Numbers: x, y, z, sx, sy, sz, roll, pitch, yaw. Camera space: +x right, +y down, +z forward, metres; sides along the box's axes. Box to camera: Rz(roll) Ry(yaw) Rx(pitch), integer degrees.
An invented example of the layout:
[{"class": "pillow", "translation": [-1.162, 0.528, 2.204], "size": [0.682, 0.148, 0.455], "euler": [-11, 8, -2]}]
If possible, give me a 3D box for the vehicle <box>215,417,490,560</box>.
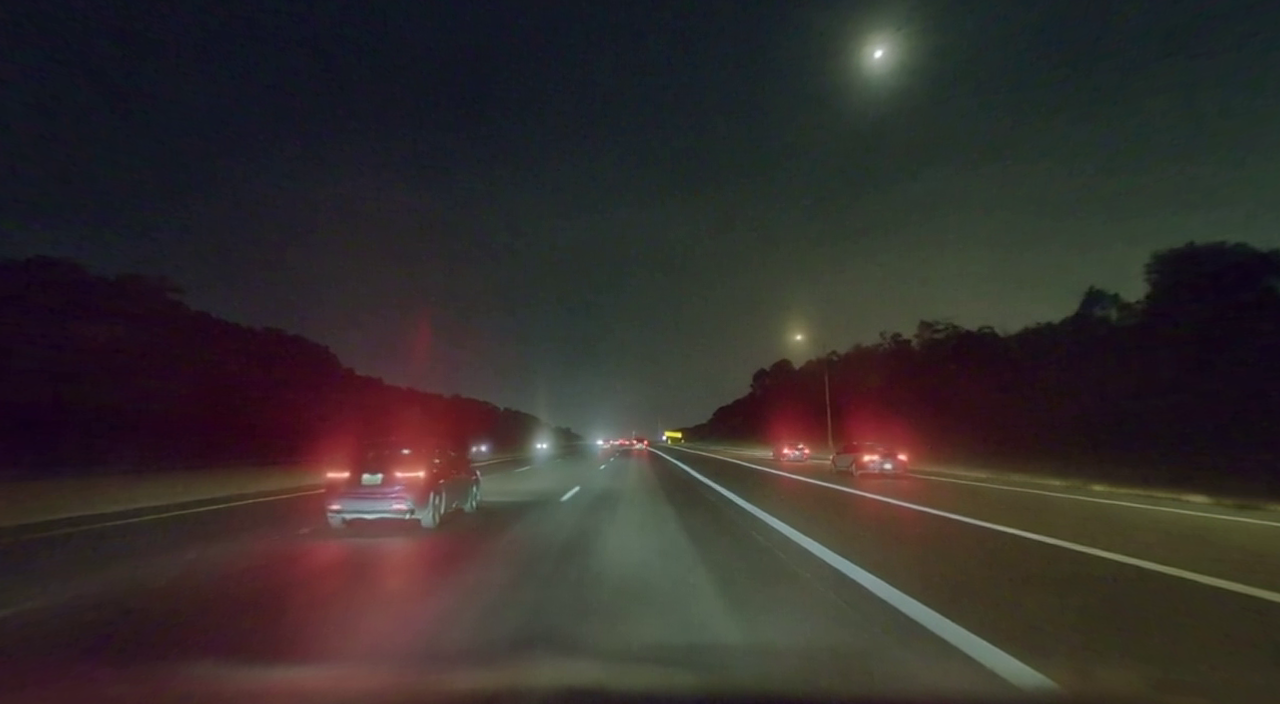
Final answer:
[{"class": "vehicle", "translation": [-3.754, 1.825, 9.280], "size": [2.039, 1.589, 4.324], "euler": [0, -8, 0]}]
